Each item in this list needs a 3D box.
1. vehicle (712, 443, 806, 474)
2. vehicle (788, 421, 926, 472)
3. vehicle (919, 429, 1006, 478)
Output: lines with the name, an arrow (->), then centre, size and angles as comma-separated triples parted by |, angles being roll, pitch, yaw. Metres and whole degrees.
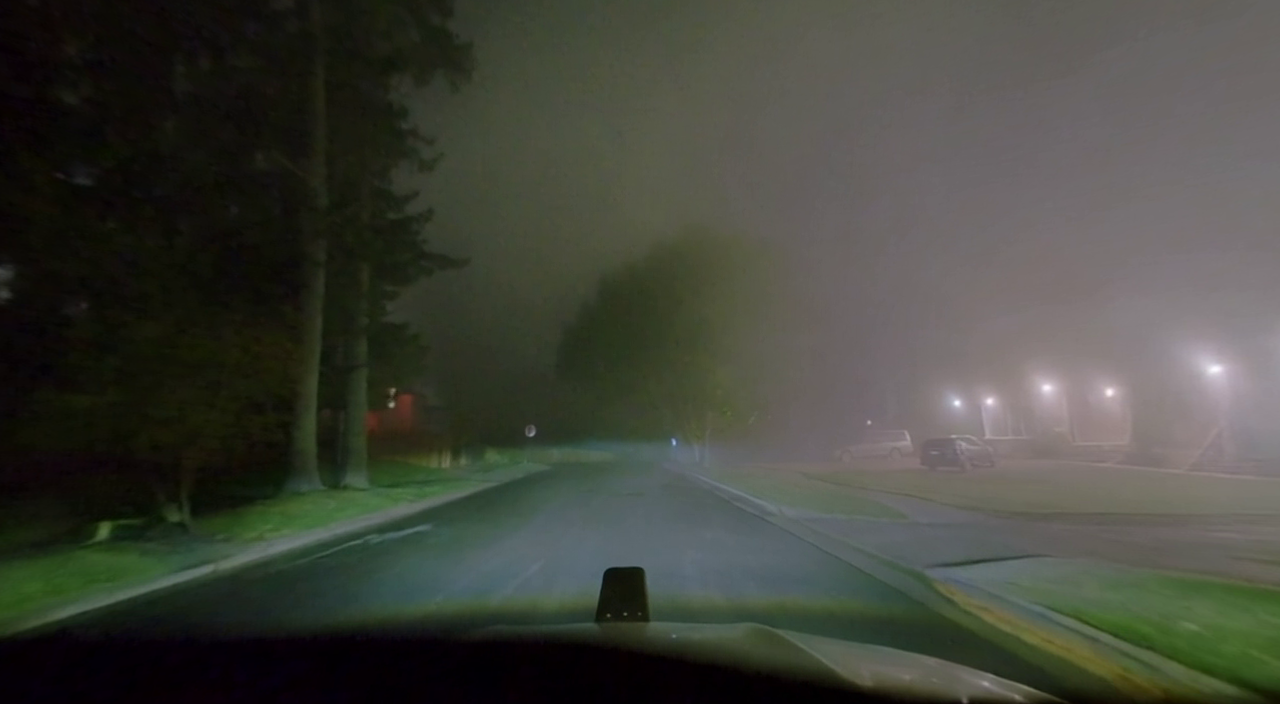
vehicle -> 5.770, 5.235, 31.018 | 4.229, 1.402, 1.811 | 0, -9, 0
vehicle -> 9.605, 4.240, 28.233 | 5.239, 1.933, 2.131 | -3, -9, -2
vehicle -> 11.476, 3.563, 22.245 | 2.004, 1.511, 4.494 | -7, -11, 34
